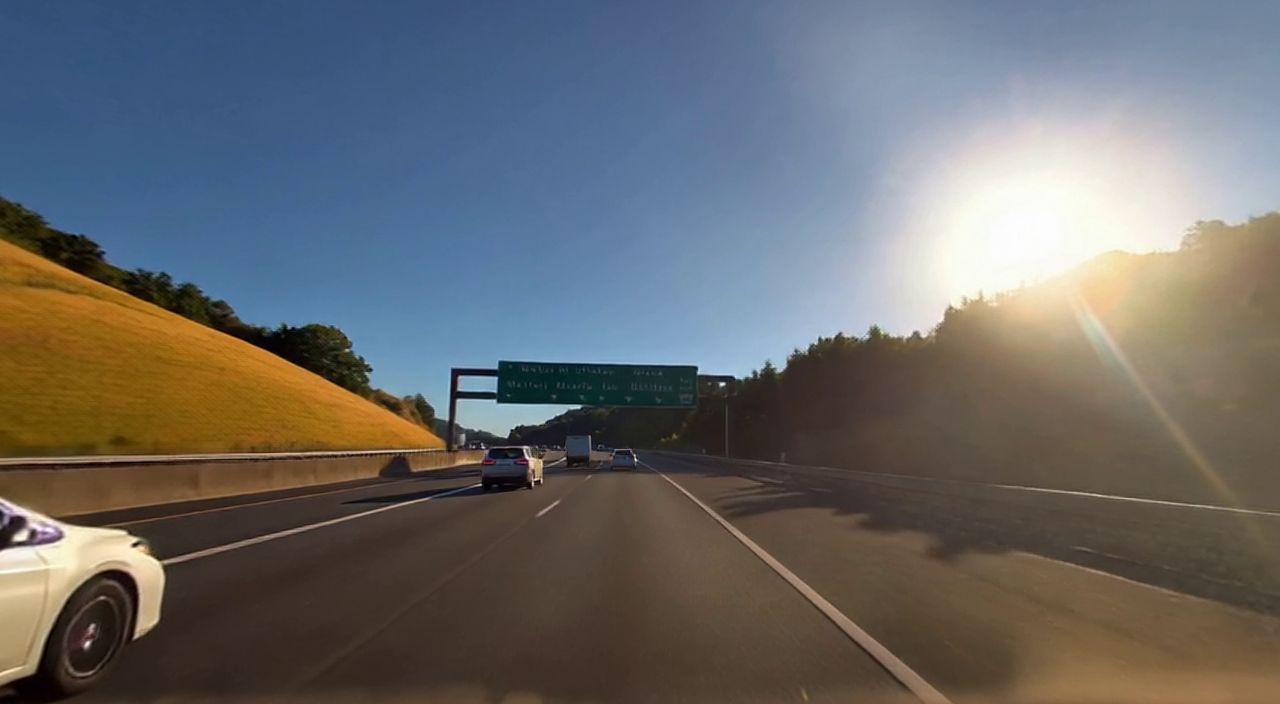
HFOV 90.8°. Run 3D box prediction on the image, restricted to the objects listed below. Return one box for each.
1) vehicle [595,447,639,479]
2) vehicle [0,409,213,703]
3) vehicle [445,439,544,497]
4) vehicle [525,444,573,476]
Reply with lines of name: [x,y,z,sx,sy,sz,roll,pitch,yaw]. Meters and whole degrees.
vehicle: [-1.127,5.407,30.885,1.988,1.440,4.201,0,-9,-2]
vehicle: [-3.928,0.934,2.345,1.892,1.492,3.940,0,-9,0]
vehicle: [-4.511,3.675,20.313,2.208,1.619,4.162,0,-9,0]
vehicle: [-4.962,5.948,34.835,2.118,1.624,4.032,0,-9,-1]
